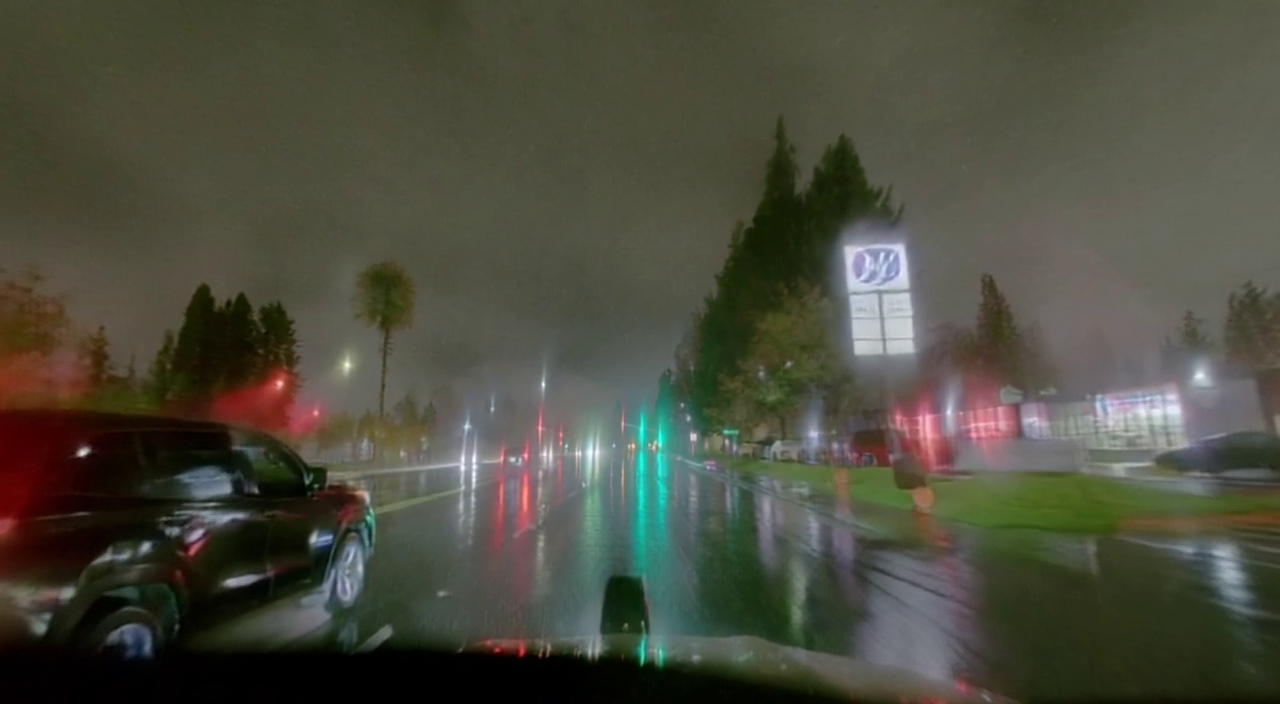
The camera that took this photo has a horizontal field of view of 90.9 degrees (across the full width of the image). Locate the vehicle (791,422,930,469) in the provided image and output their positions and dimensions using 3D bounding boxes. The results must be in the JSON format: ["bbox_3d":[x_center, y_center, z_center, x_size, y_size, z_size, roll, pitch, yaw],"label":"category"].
[{"bbox_3d":[9.102,3.901,26.362,4.978,1.874,2.079,0,-8,-2],"label":"vehicle"}]

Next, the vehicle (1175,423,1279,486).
[{"bbox_3d":[15.623,2.400,15.037,2.177,1.397,4.511,-3,-8,8],"label":"vehicle"}]

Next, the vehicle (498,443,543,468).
[{"bbox_3d":[-7.486,6.497,39.911,1.990,1.483,4.410,0,-8,0],"label":"vehicle"}]

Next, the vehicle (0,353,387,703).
[{"bbox_3d":[-3.432,1.038,3.719,2.127,1.654,4.121,0,-8,0],"label":"vehicle"}]

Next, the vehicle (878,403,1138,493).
[{"bbox_3d":[8.722,2.348,15.570,5.031,1.951,2.184,-2,-9,15],"label":"vehicle"}]
